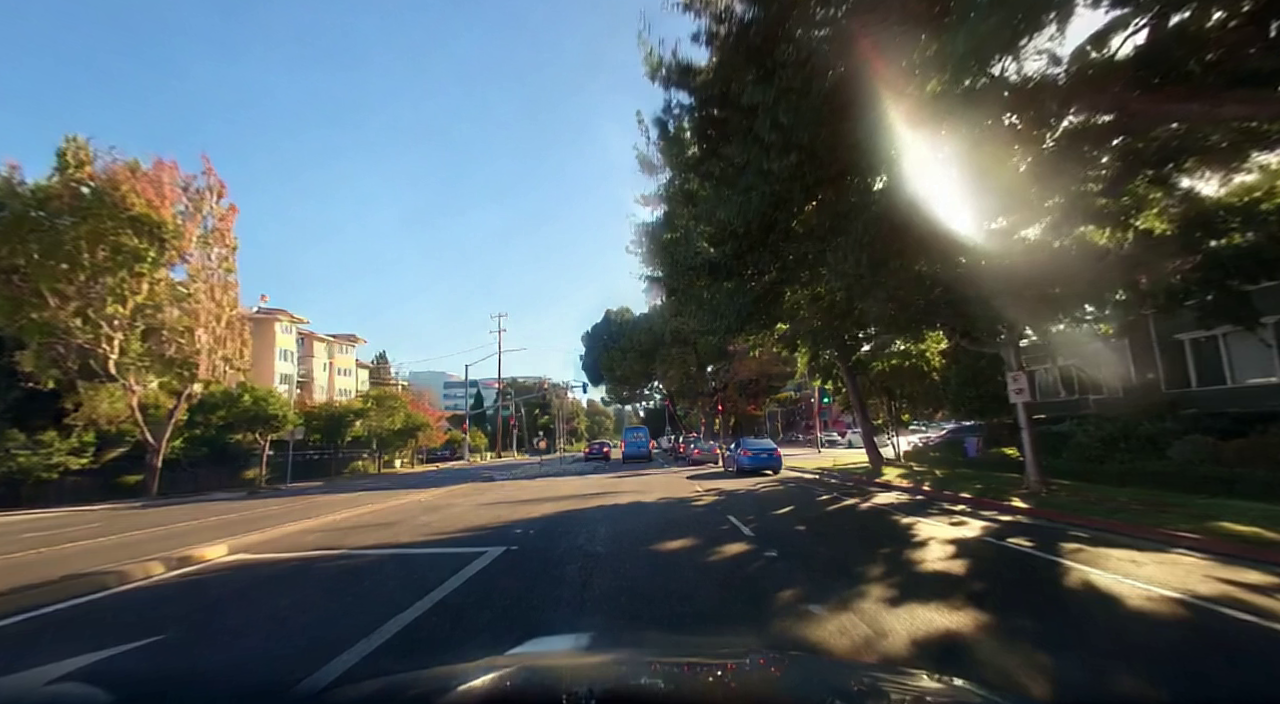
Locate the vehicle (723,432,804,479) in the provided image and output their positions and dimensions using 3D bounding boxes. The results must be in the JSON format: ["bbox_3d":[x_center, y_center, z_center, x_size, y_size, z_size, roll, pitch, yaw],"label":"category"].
[{"bbox_3d":[4.311,3.719,22.848,1.967,1.506,4.968,0,-8,0],"label":"vehicle"}]

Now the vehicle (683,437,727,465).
[{"bbox_3d":[3.636,5.630,36.060,1.951,1.483,4.582,0,-8,-1],"label":"vehicle"}]

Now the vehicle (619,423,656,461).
[{"bbox_3d":[-0.166,6.362,44.382,2.422,2.488,4.992,0,-8,0],"label":"vehicle"}]
